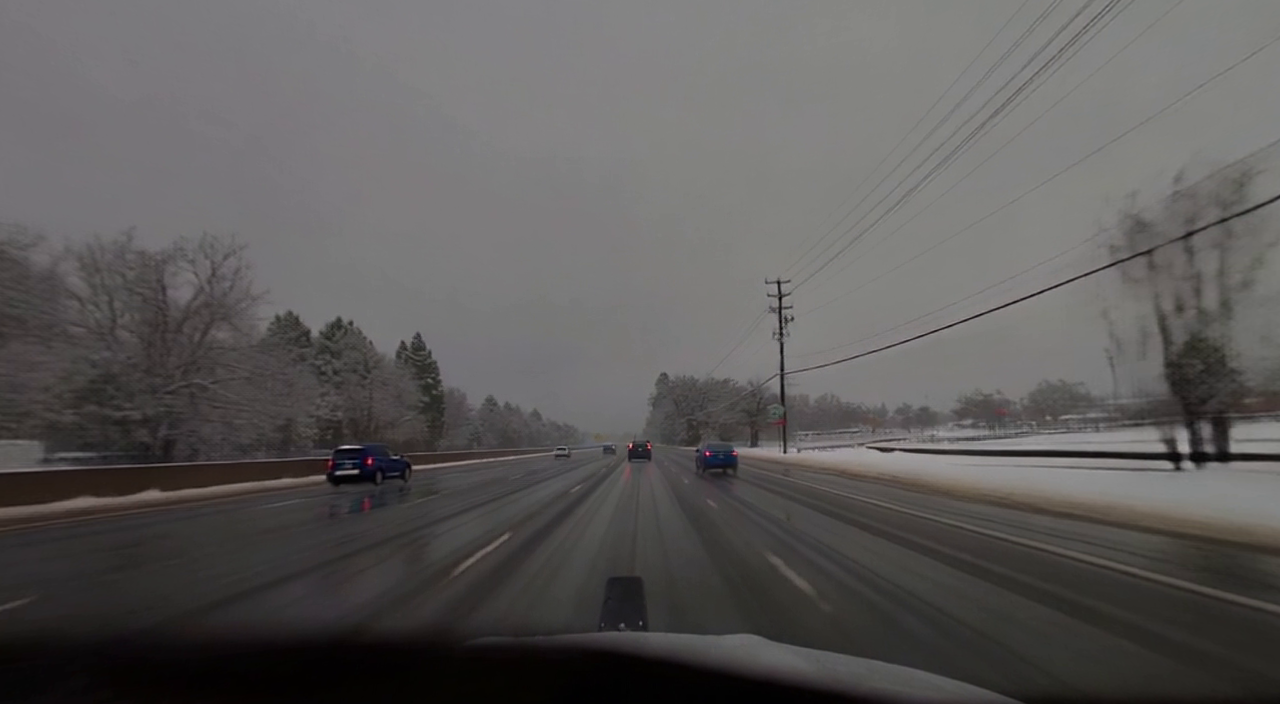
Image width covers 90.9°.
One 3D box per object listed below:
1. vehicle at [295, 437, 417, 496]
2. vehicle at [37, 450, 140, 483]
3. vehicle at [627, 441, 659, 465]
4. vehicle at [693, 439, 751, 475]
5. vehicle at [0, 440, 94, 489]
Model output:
[{"bbox_3d":[-10.364,4.201,23.545,2.241,1.810,4.966,-4,-8,1],"label":"vehicle"},{"bbox_3d":[-33.662,6.967,38.689,2.025,1.792,4.533,-1,-8,3],"label":"vehicle"},{"bbox_3d":[0.213,6.710,41.970,2.036,1.474,3.969,0,-8,0],"label":"vehicle"},{"bbox_3d":[3.730,4.884,29.494,2.060,1.526,4.387,0,-8,-1],"label":"vehicle"},{"bbox_3d":[-41.492,7.293,41.178,3.309,2.970,9.091,0,-8,2],"label":"vehicle"}]
